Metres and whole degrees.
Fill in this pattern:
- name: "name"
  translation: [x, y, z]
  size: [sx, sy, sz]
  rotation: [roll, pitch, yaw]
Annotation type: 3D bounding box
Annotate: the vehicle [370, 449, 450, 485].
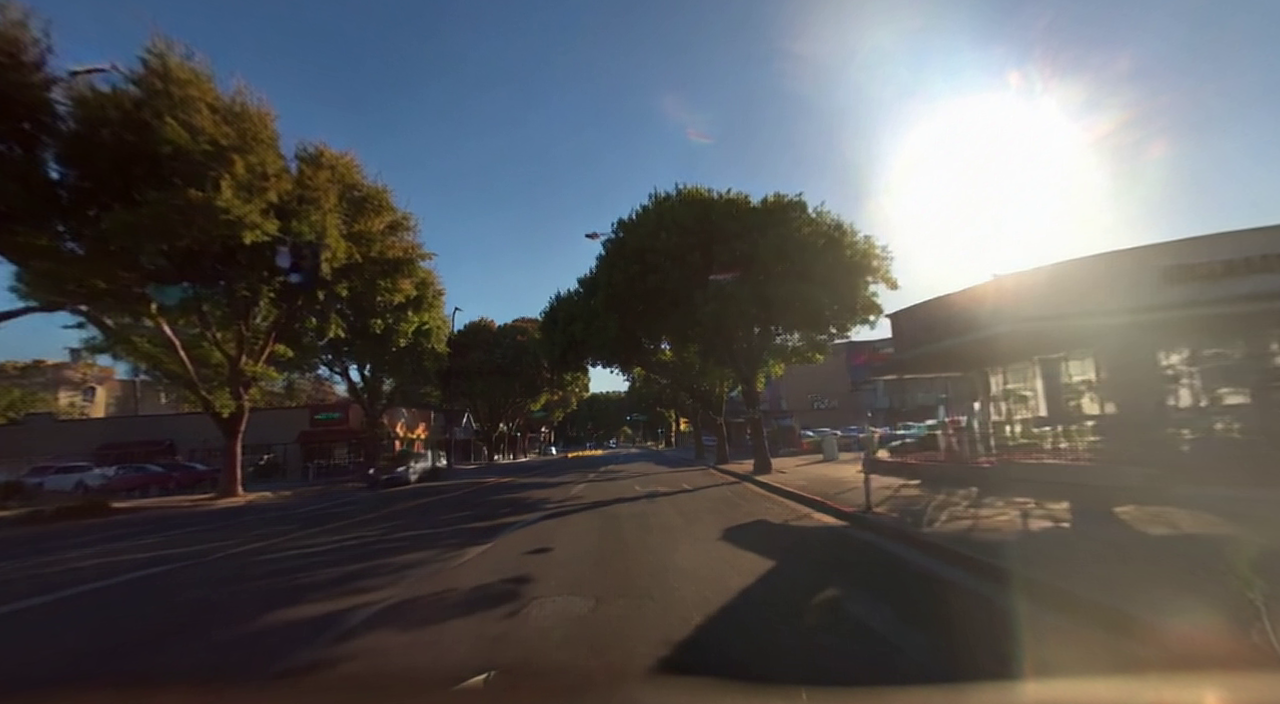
- name: "vehicle"
  translation: [-10.622, 5.329, 29.452]
  size: [1.889, 1.499, 4.541]
  rotation: [-1, -8, 2]
